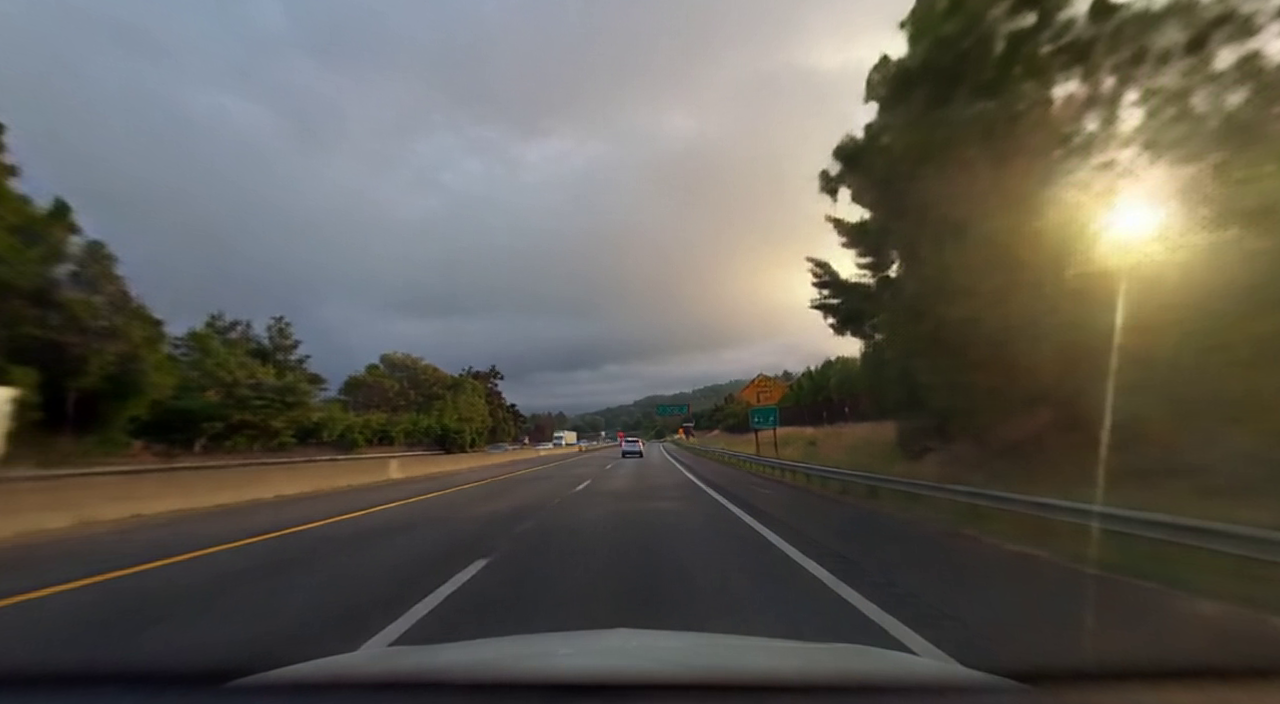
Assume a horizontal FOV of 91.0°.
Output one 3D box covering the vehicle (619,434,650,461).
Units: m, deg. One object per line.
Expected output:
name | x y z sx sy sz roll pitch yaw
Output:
vehicle | -0.382 6.903 45.554 2.188 1.825 4.282 -1 -8 0
